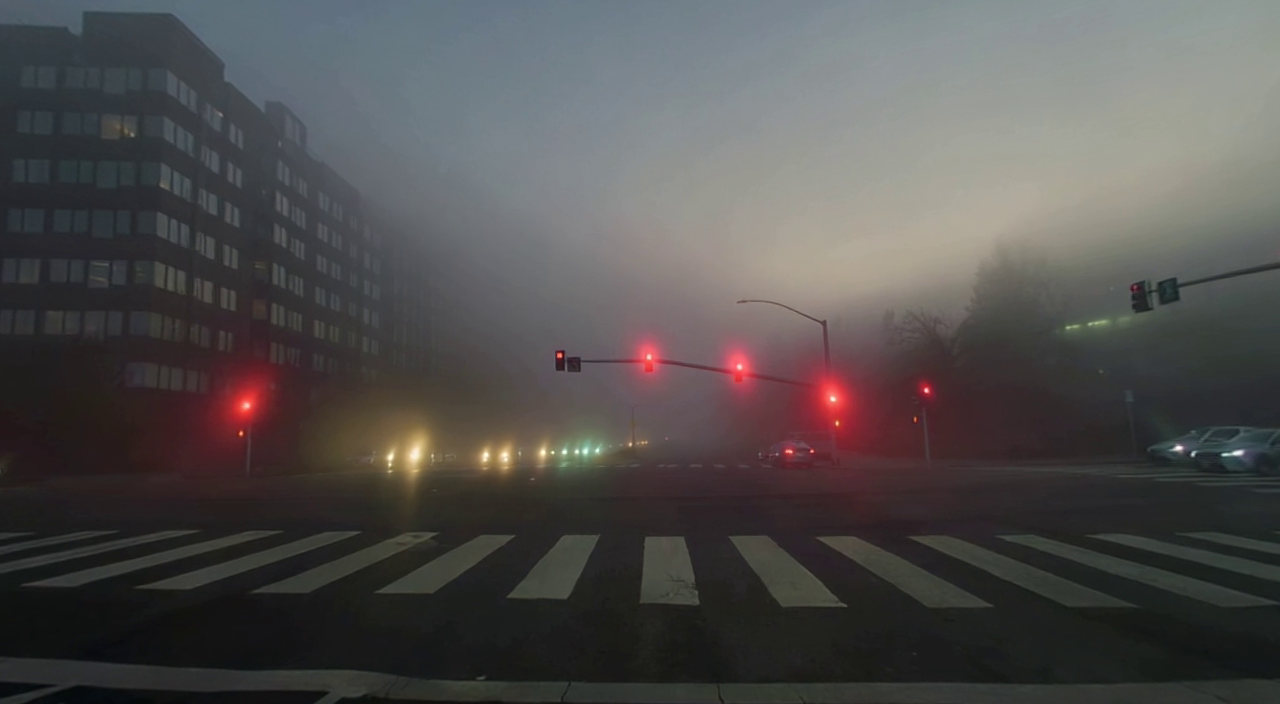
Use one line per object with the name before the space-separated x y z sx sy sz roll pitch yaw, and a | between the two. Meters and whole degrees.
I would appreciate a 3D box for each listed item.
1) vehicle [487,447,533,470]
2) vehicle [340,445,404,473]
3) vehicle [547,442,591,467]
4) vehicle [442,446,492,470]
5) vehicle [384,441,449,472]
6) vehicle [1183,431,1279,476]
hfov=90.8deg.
vehicle | -8.067 6.627 39.541 1.910 1.288 4.093 -1 -9 1
vehicle | -18.549 7.416 44.086 2.237 1.842 5.116 0 -9 0
vehicle | -4.531 6.619 40.916 2.109 1.461 4.637 -1 -9 2
vehicle | -11.639 7.150 42.815 2.003 1.476 4.297 -1 -9 2
vehicle | -15.135 7.126 43.243 2.340 1.946 5.450 -1 -9 1
vehicle | 22.324 3.565 22.353 4.474 1.477 1.908 0 -9 -3
